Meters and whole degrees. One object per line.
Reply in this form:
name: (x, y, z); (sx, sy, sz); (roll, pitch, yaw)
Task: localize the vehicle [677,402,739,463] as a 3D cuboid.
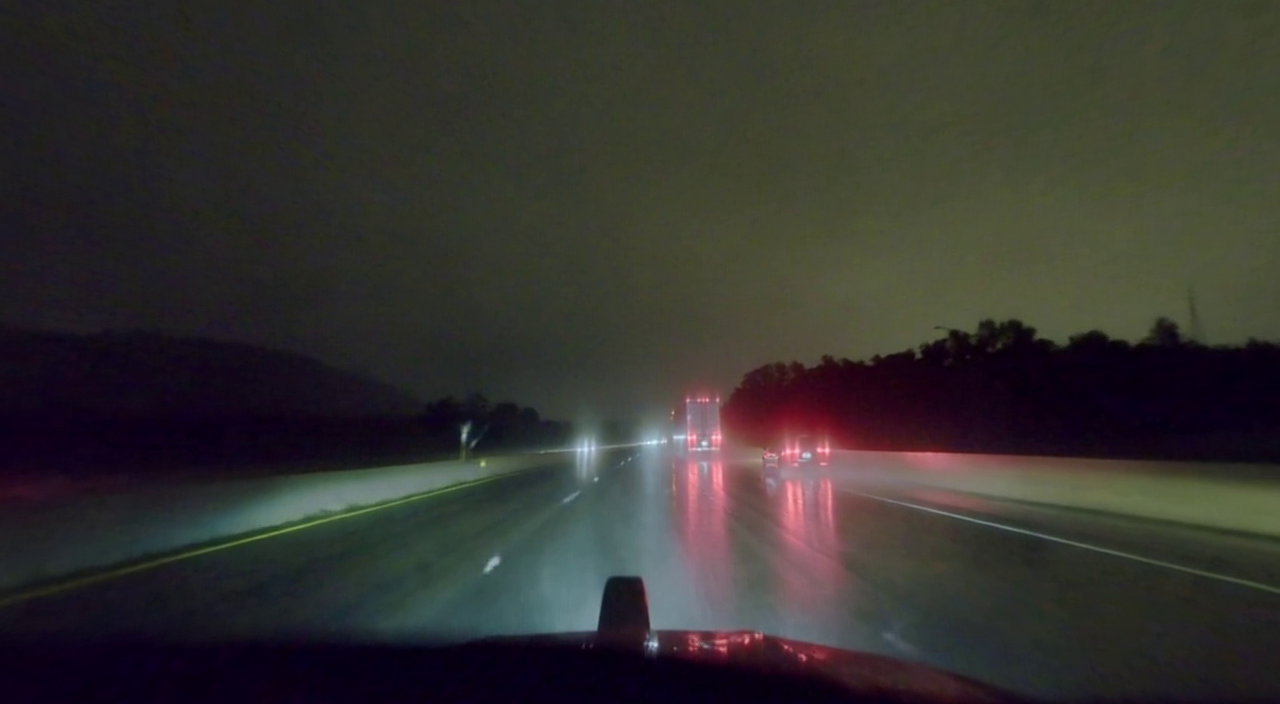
vehicle: (4.868, 6.325, 48.393); (3.485, 3.975, 14.489); (0, -8, 1)
